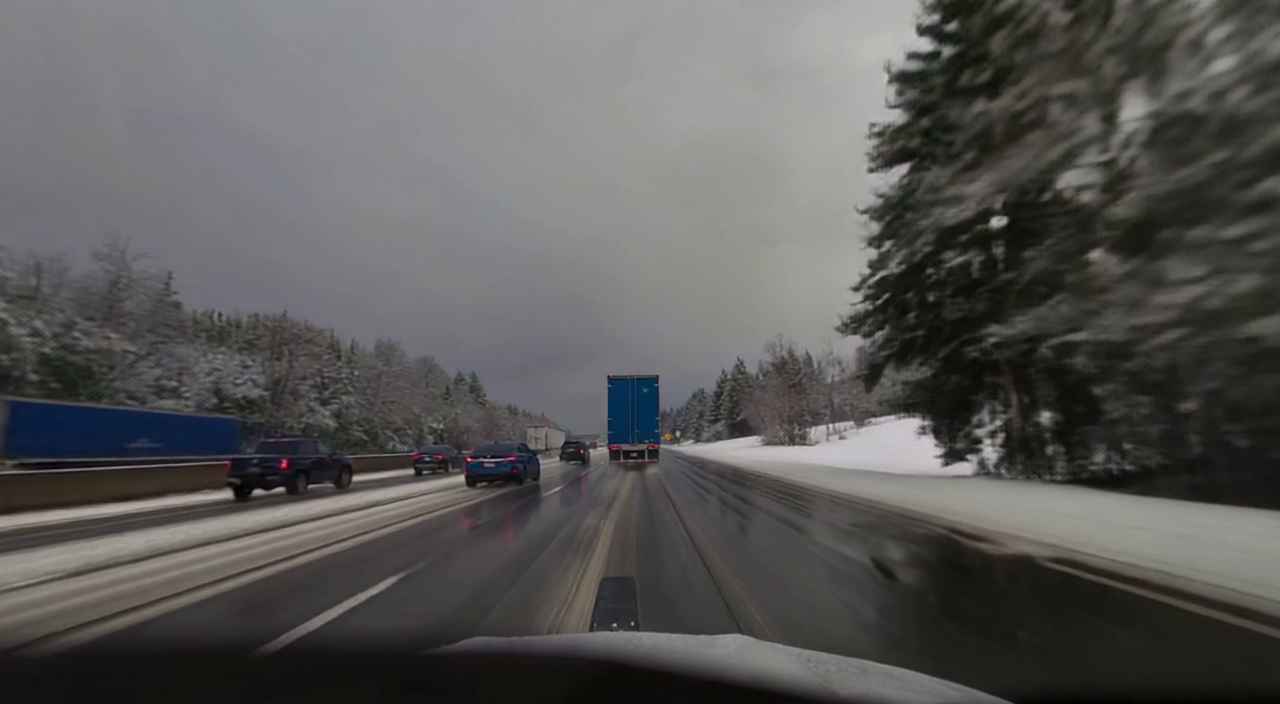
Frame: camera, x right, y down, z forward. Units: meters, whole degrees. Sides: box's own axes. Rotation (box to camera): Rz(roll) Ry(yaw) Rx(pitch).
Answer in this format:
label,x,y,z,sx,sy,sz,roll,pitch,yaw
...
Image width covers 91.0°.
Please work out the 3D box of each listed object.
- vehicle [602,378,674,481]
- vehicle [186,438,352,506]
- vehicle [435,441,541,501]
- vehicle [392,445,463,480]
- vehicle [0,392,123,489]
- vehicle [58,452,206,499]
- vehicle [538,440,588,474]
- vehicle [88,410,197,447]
label,x,y,z,sx,sy,sz,roll,pitch,yaw
vehicle,-0.314,3.884,30.869,2.913,4.113,10.724,0,-8,-2
vehicle,-9.784,3.161,17.073,1.952,1.590,4.090,-1,-8,1
vehicle,-4.384,3.465,18.831,2.164,1.582,3.979,0,-8,0
vehicle,-9.804,5.090,29.402,1.863,1.474,4.278,0,-8,0
vehicle,-25.373,3.396,24.074,2.852,3.598,9.886,0,-8,-1
vehicle,-18.043,4.358,22.673,1.701,1.431,4.405,0,-8,-1
vehicle,-4.071,5.594,33.931,2.158,1.680,4.087,-1,-8,1
vehicle,-25.327,3.953,32.307,1.986,1.617,4.546,-3,-8,-1
